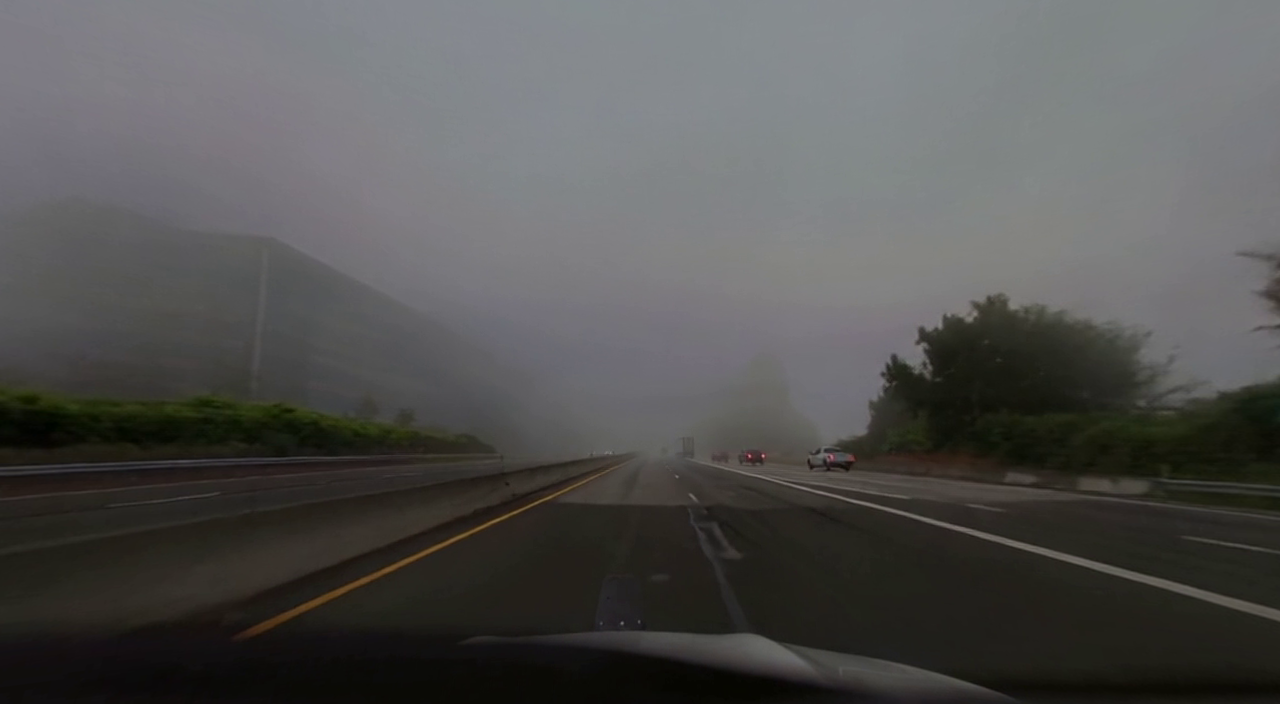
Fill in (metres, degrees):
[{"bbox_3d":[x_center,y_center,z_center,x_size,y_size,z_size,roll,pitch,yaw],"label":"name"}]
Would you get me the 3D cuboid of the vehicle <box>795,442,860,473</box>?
[{"bbox_3d":[10.957,6.211,37.273,2.127,1.646,4.926,0,-9,-3],"label":"vehicle"}]
